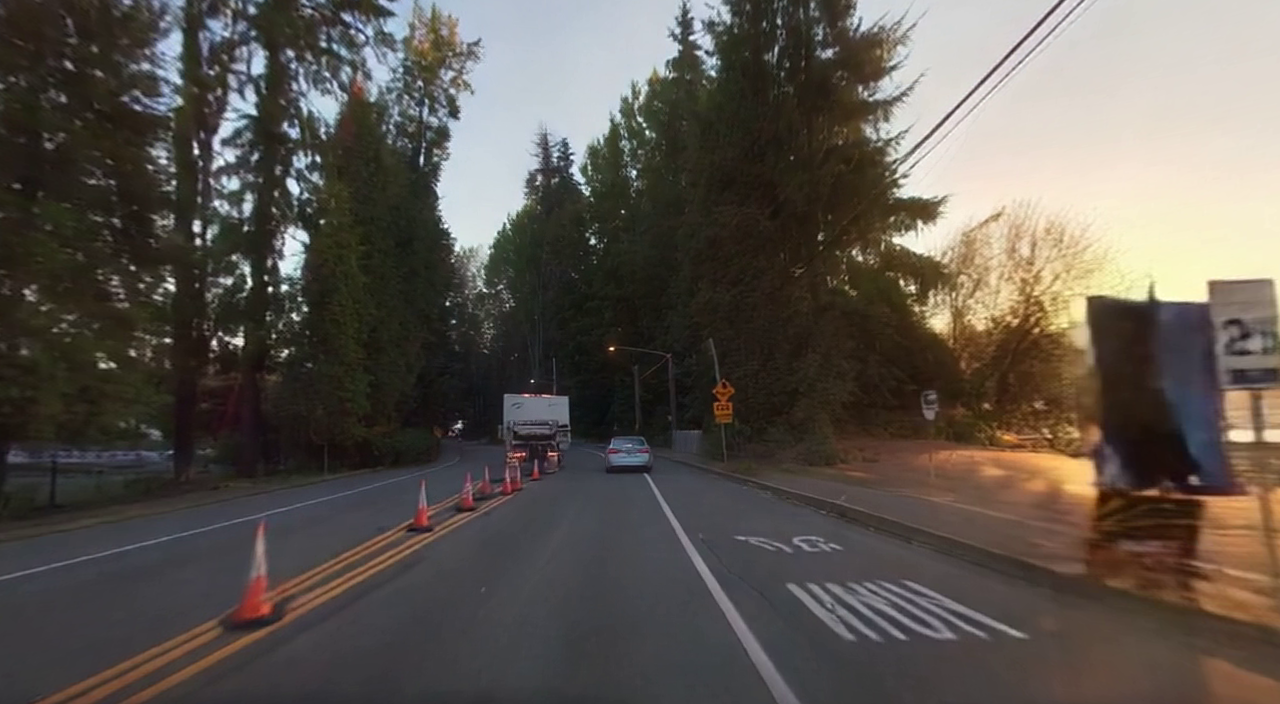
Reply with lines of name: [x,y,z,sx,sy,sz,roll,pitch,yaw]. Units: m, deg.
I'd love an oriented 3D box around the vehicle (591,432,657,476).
vehicle: [-0.619,3.722,23.325,2.186,1.463,4.356,0,-8,-2]

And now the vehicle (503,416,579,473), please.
vehicle: [-3.897,3.783,25.864,2.671,2.053,6.074,1,-8,-6]
